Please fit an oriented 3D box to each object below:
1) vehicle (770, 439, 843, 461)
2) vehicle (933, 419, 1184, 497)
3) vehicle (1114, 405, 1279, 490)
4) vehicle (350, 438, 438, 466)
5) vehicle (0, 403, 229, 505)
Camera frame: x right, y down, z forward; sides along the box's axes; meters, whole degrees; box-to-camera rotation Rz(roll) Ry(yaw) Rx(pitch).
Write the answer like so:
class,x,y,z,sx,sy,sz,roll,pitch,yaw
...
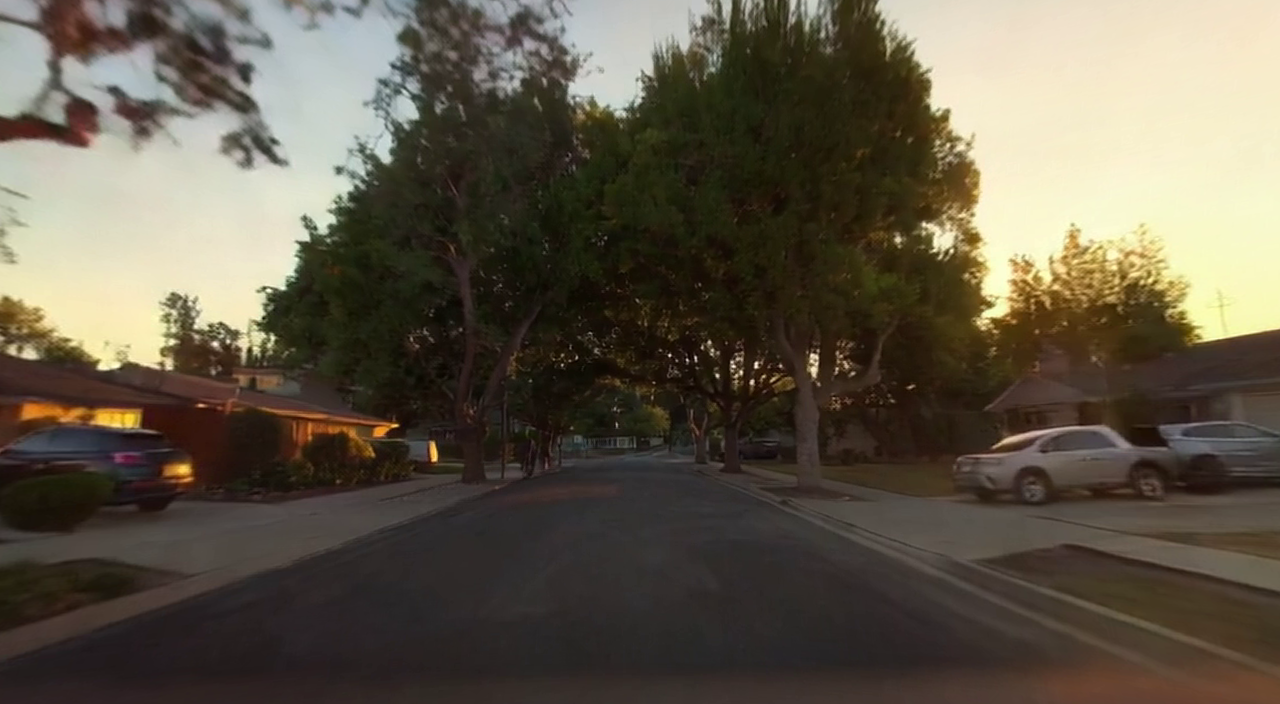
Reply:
class,x,y,z,sx,sy,sz,roll,pitch,yaw
vehicle,11.917,7.032,45.366,4.686,1.466,1.869,0,-8,-1
vehicle,9.814,2.507,15.142,4.582,1.719,1.947,0,-8,0
vehicle,15.294,2.384,15.615,5.395,1.917,2.153,1,-9,-1
vehicle,-13.768,5.623,35.546,4.190,1.529,1.880,0,-8,-4
vehicle,-12.448,2.169,13.558,5.618,1.997,2.201,0,-8,-1
